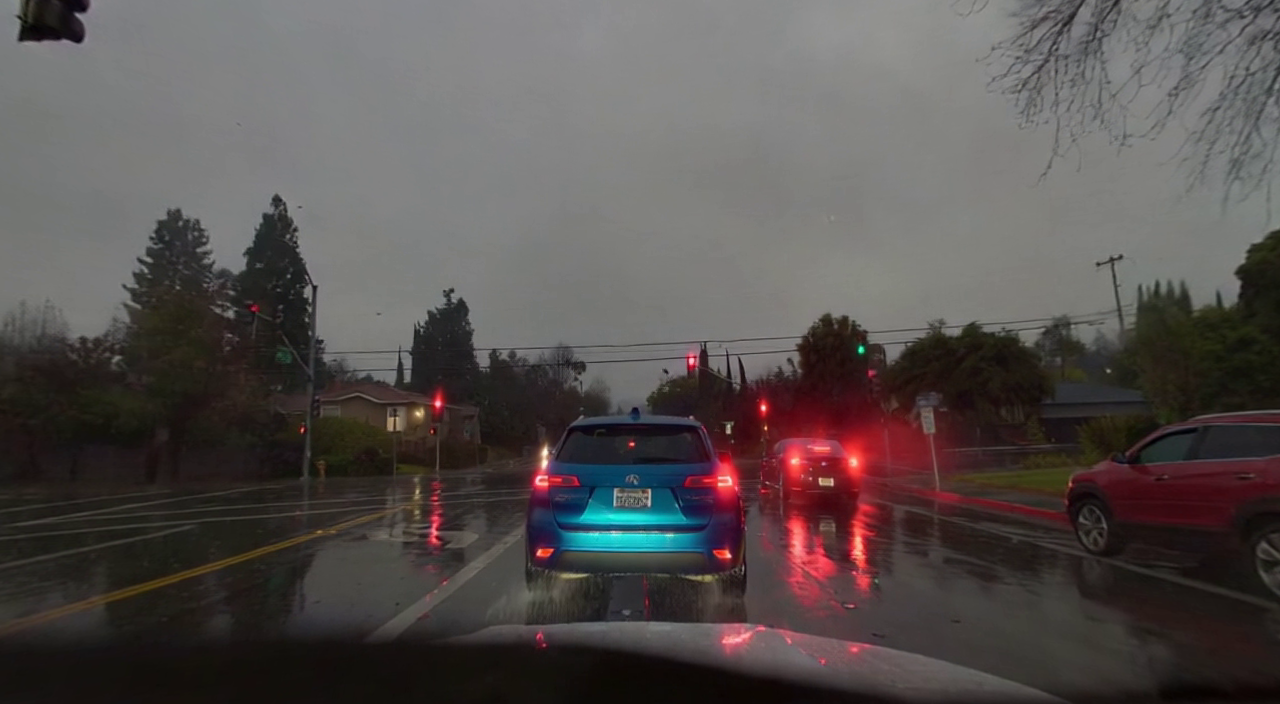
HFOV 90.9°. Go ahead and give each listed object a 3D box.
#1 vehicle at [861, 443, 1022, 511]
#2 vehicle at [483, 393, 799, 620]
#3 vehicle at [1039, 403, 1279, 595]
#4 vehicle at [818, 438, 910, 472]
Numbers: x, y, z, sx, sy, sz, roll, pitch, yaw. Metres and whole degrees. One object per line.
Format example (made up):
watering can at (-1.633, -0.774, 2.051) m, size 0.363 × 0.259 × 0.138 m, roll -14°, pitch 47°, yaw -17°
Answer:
vehicle at (7.277, 3.011, 15.818) m, size 1.860 × 1.436 × 4.479 m, roll 0°, pitch -8°, yaw 0°
vehicle at (0.035, 1.461, 6.904) m, size 2.322 × 1.667 × 4.367 m, roll 0°, pitch -8°, yaw 1°
vehicle at (7.016, 1.546, 7.049) m, size 1.989 × 1.791 × 4.735 m, roll 0°, pitch -8°, yaw 0°
vehicle at (11.177, 5.069, 31.306) m, size 4.755 × 1.527 × 2.077 m, roll 7°, pitch -11°, yaw -40°
